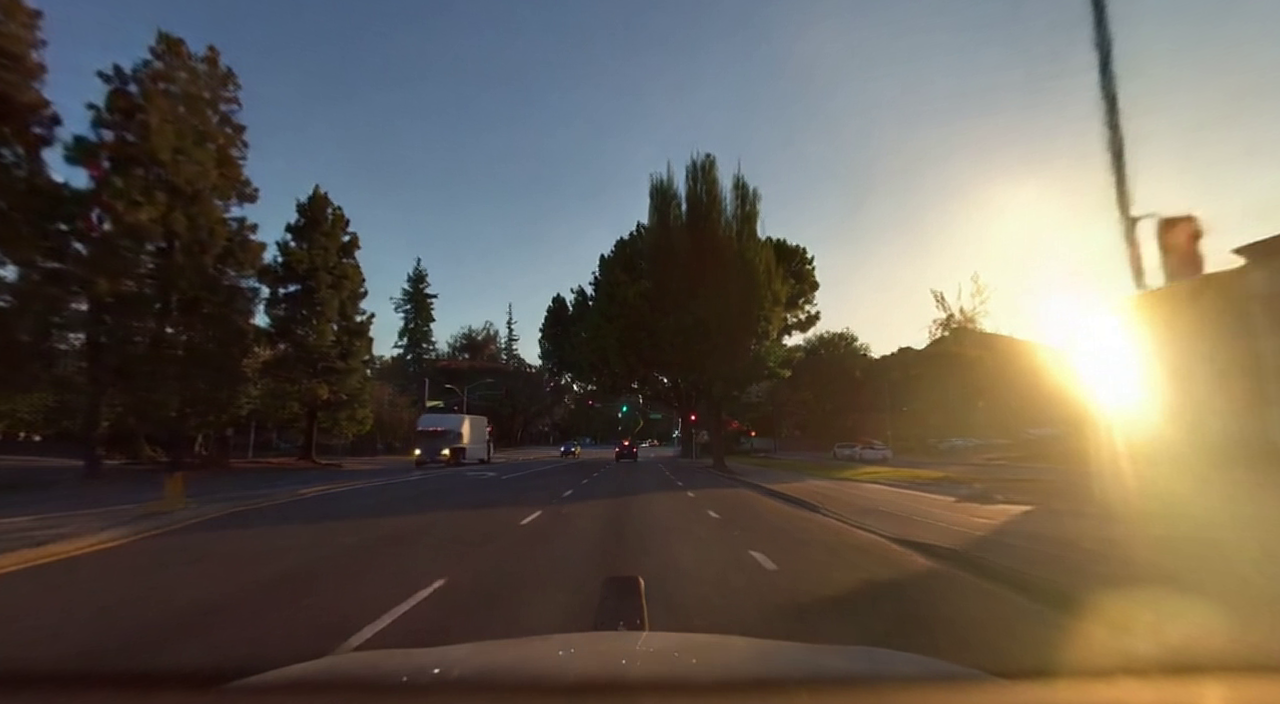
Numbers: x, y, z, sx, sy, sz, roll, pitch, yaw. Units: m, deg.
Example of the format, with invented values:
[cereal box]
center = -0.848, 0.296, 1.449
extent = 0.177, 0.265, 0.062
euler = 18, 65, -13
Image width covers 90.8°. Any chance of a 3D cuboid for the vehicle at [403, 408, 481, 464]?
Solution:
[vehicle]
center = -15.372, 6.685, 49.934
extent = 3.193, 3.952, 9.170
euler = 0, -8, 0
